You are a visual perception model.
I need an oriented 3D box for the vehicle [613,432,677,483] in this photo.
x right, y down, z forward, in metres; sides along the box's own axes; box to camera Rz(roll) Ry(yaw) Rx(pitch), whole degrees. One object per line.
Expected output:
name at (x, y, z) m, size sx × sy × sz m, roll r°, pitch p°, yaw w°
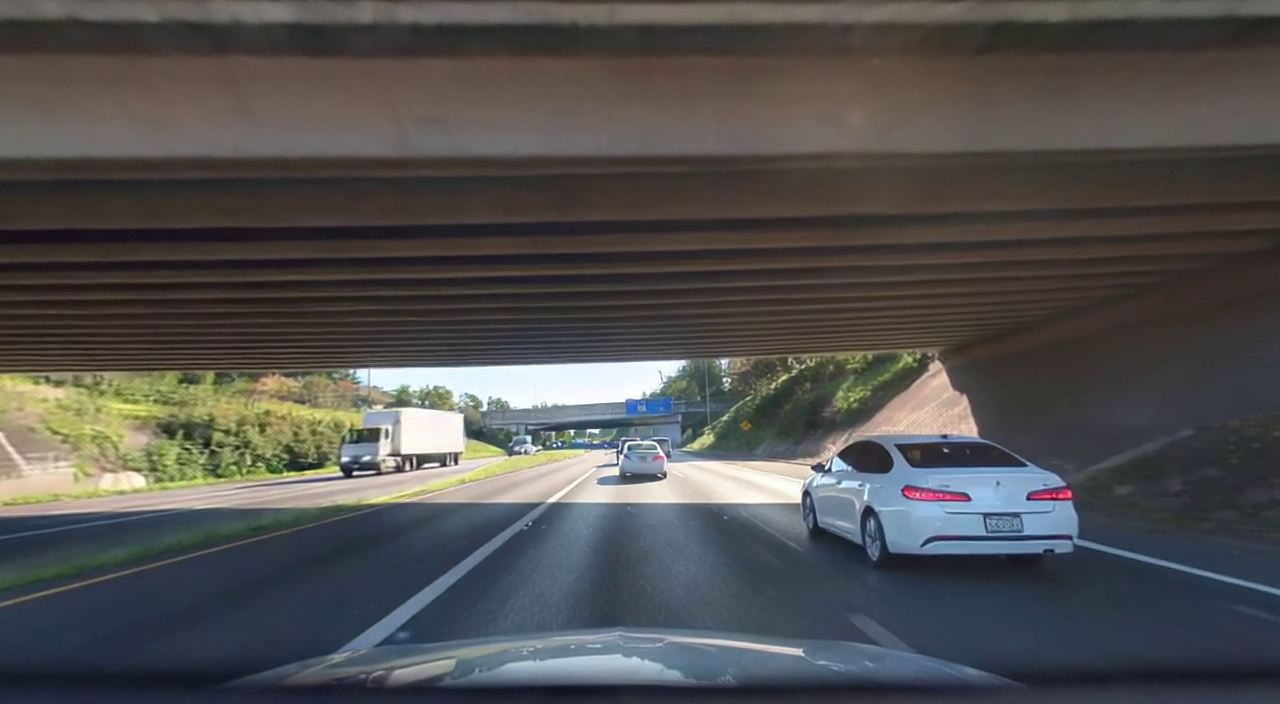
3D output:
vehicle at (0.106, 3.746, 22.653) m, size 2.092 × 1.636 × 4.024 m, roll 0°, pitch -8°, yaw -2°

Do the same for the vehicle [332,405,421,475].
vehicle at (-16.075, 5.426, 38.915) m, size 3.032 × 3.983 × 5.800 m, roll 0°, pitch -8°, yaw -1°
